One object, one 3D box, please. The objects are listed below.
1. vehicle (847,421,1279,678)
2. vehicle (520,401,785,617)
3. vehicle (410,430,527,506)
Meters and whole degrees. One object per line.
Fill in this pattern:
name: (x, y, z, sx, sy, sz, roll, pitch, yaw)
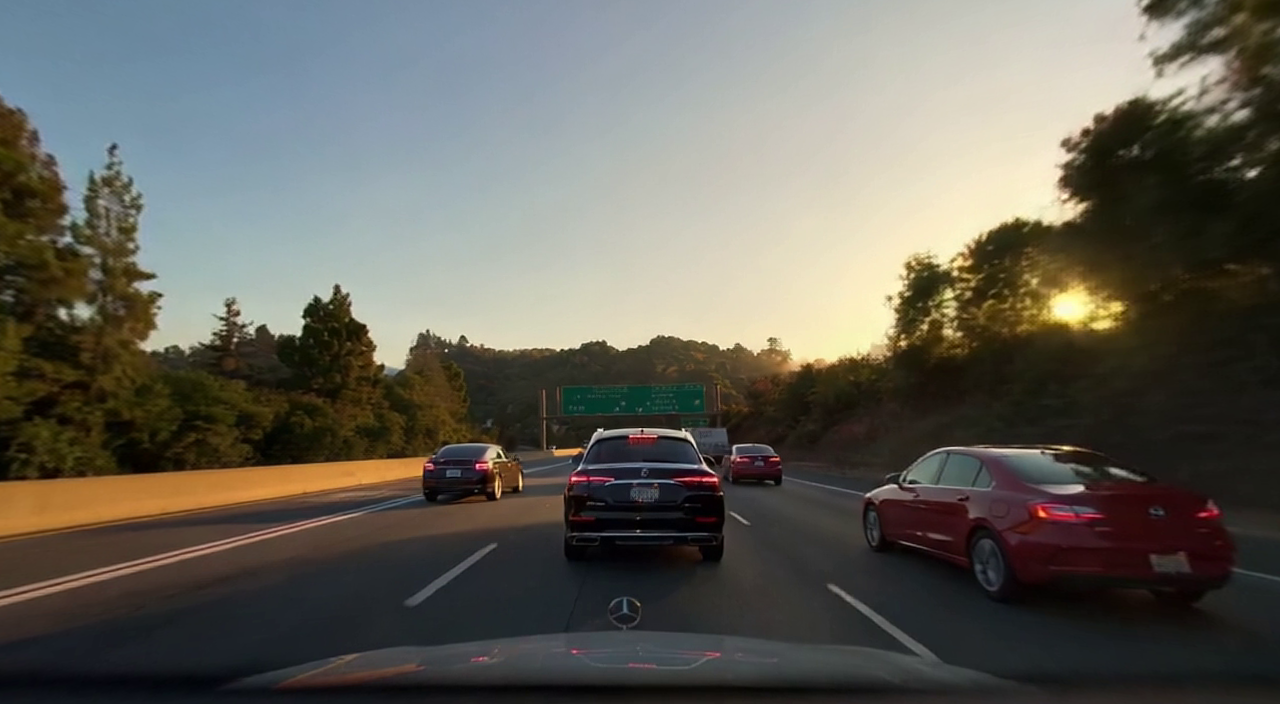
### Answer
vehicle: (3.701, 1.473, 5.897, 1.953, 1.434, 4.511, 0, -9, -1)
vehicle: (0.053, 1.537, 6.977, 2.093, 1.695, 3.782, 0, -9, -2)
vehicle: (-4.250, 2.938, 16.266, 1.890, 1.708, 3.844, 0, -9, 0)
